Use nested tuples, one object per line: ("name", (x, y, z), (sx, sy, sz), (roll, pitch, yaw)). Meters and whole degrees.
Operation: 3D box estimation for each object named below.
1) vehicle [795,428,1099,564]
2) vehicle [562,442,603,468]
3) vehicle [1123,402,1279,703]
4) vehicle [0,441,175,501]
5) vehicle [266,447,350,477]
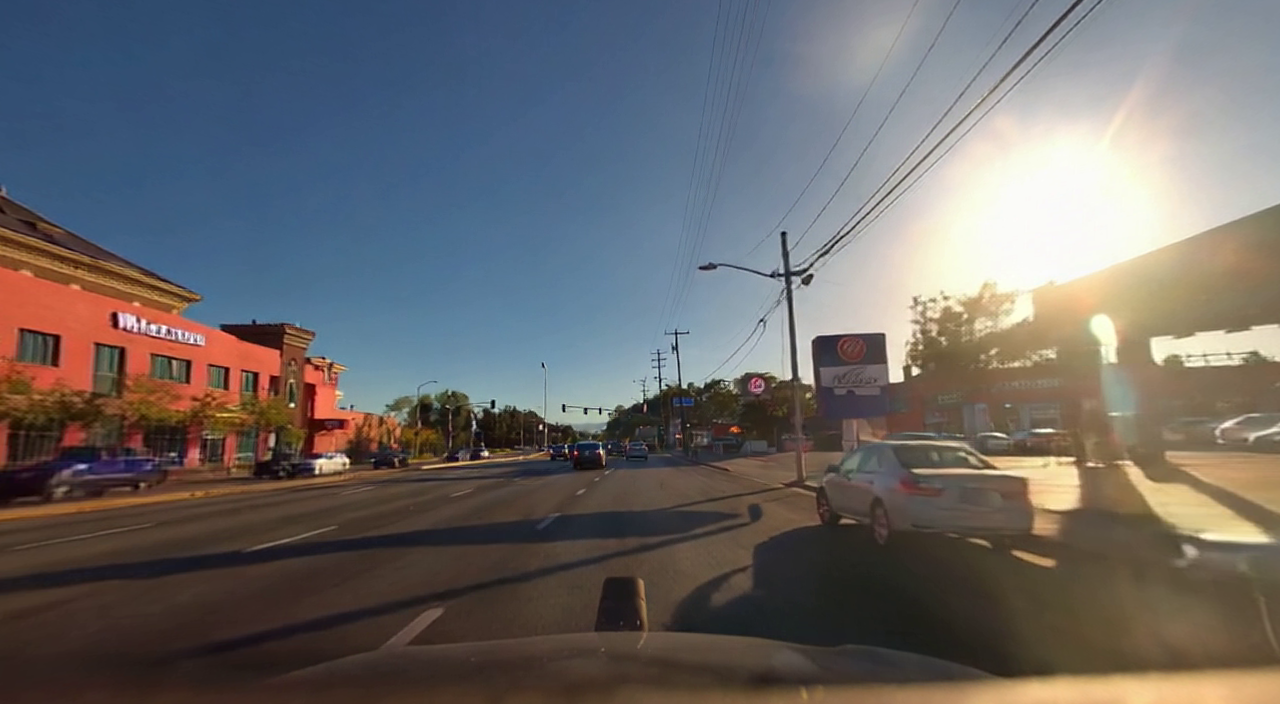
("vehicle", (3.971, 1.946, 9.347), (2.085, 1.479, 4.633), (0, -9, -1))
("vehicle", (-3.522, 6.437, 39.681), (2.179, 1.490, 4.742), (0, -9, 0))
("vehicle", (3.895, 0.748, 1.334), (1.922, 1.507, 4.824), (0, -9, 0))
("vehicle", (-17.692, 3.706, 20.124), (2.102, 1.679, 4.690), (0, -9, 0))
("vehicle", (-18.427, 6.104, 35.347), (2.151, 1.495, 4.703), (0, -9, 0))
